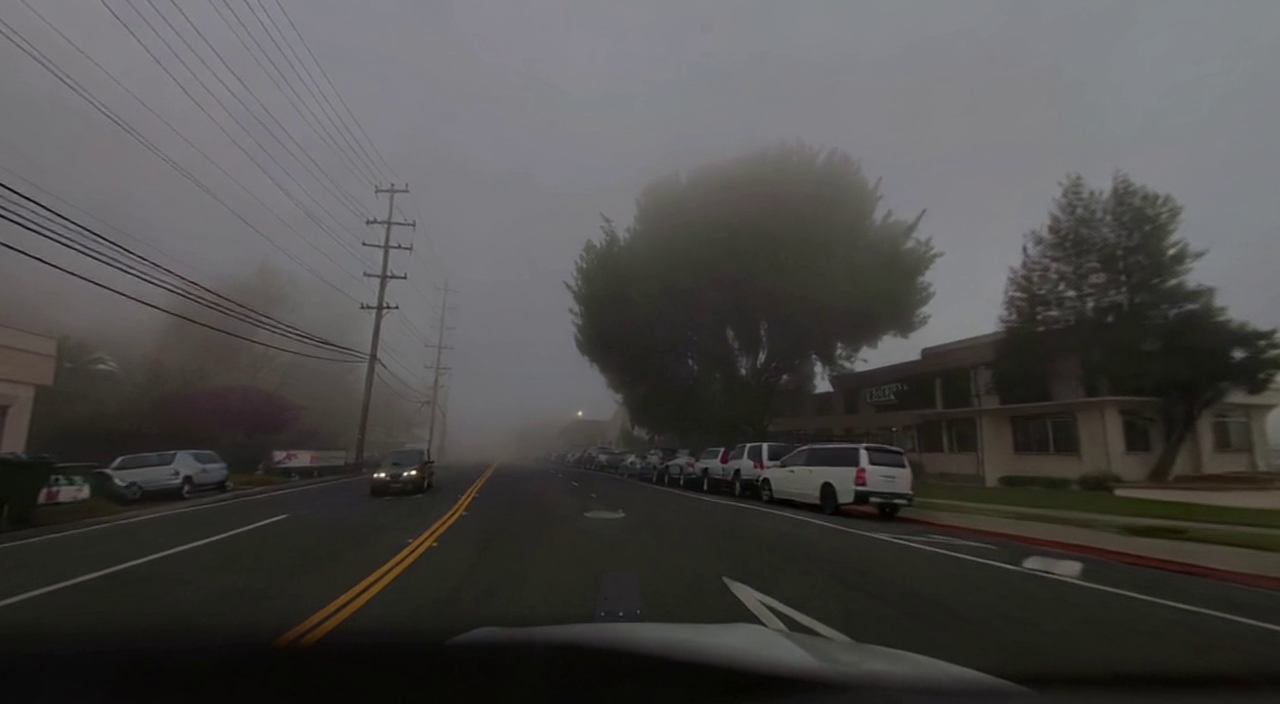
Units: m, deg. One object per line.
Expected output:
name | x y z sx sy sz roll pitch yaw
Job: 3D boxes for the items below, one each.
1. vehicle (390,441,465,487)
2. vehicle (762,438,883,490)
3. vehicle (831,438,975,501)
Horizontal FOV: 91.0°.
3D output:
vehicle | -7.780 4.105 23.444 2.122 1.517 4.465 1 -9 -12
vehicle | 6.348 3.774 21.615 2.057 1.564 4.502 -8 -12 43
vehicle | 7.585 3.225 17.877 2.074 1.526 4.853 -8 -12 43
